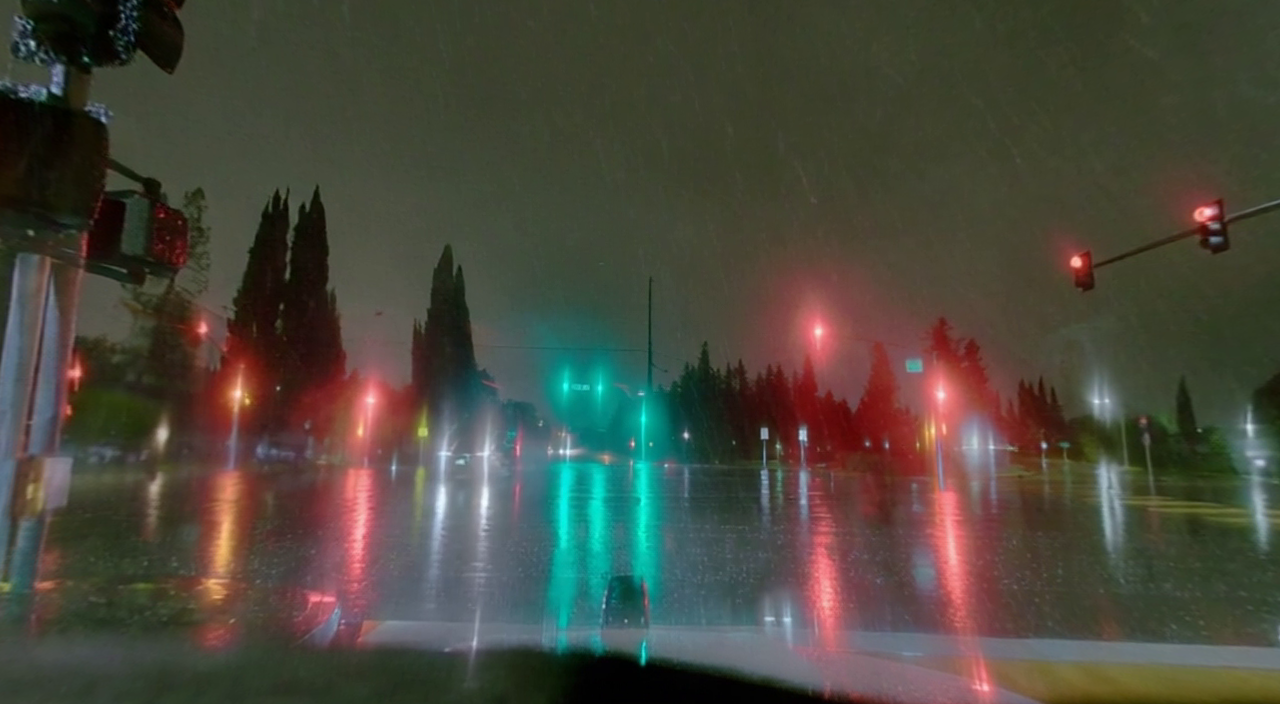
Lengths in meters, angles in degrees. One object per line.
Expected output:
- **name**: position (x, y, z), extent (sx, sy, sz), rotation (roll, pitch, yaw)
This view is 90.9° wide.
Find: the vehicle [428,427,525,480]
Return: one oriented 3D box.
- **vehicle**: position (-6.093, 3.867, 24.280), extent (2.234, 1.796, 5.416), rotation (0, -8, 0)
